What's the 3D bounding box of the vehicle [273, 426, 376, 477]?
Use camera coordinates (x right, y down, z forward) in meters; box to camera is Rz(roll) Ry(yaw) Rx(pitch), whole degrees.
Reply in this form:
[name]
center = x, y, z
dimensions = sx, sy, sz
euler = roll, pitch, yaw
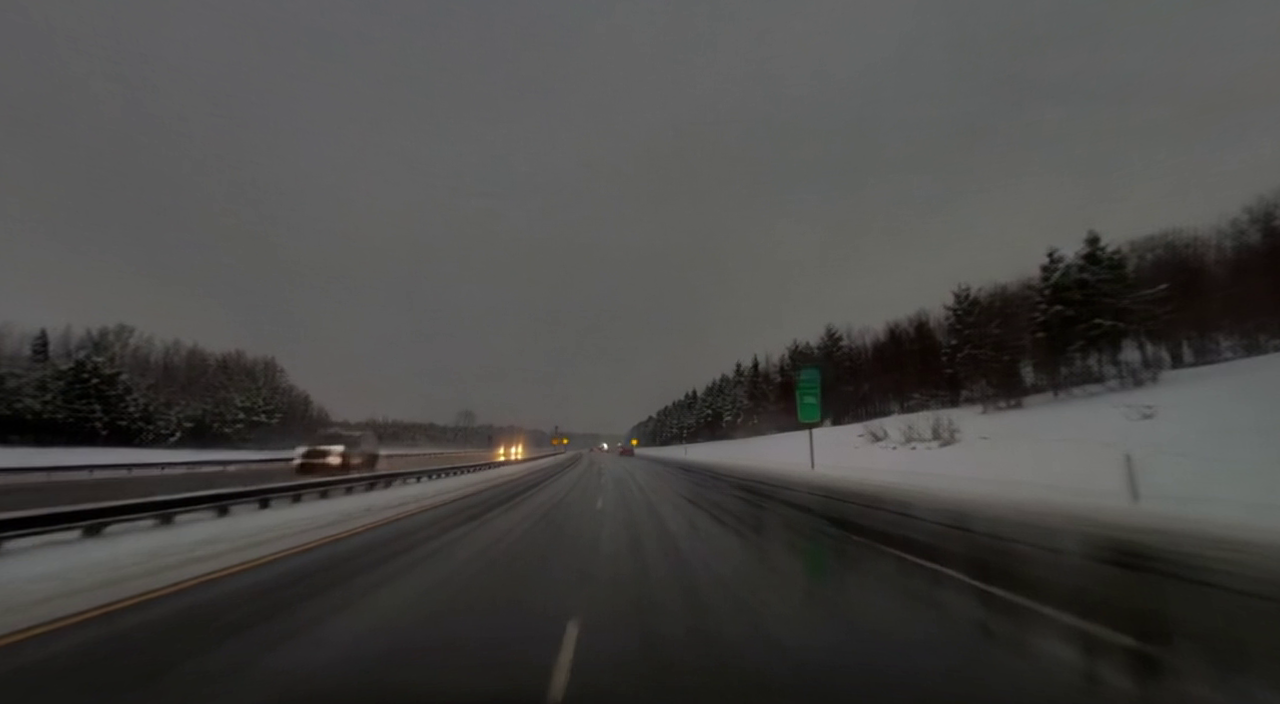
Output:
[vehicle]
center = -13.610, 4.354, 27.462
dimensions = 1.948, 1.958, 5.124
euler = 0, -9, -1
